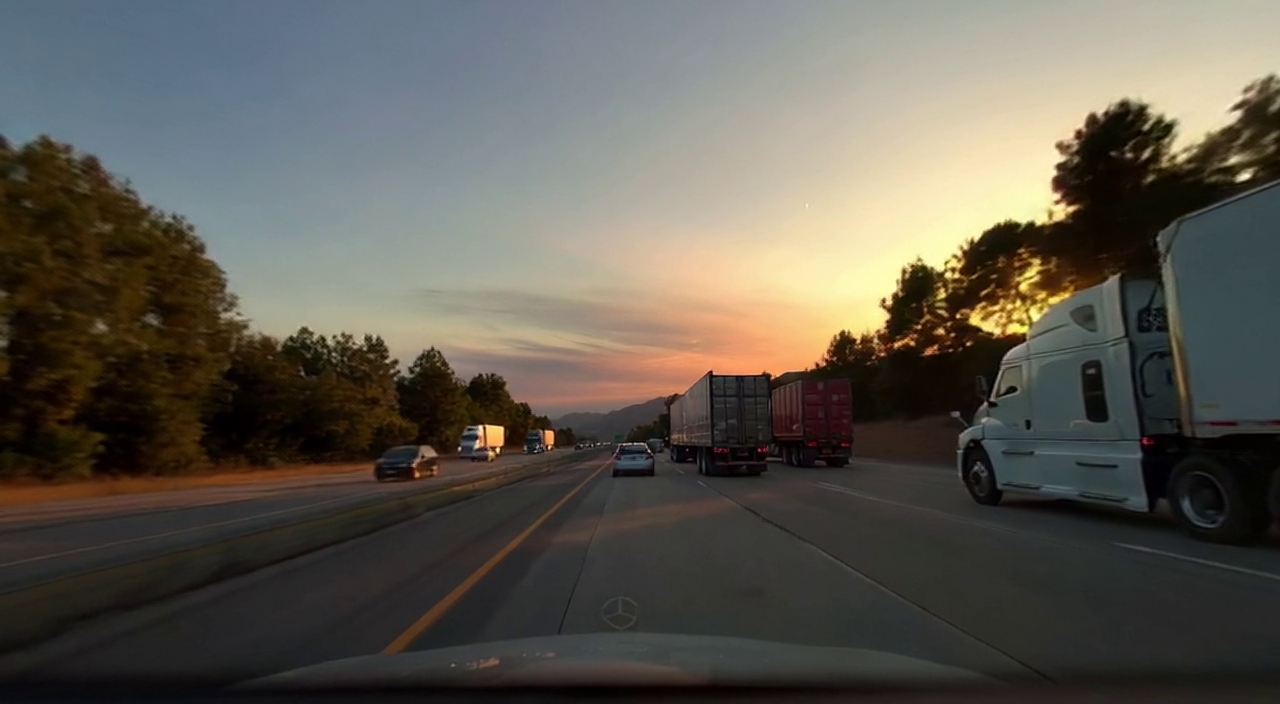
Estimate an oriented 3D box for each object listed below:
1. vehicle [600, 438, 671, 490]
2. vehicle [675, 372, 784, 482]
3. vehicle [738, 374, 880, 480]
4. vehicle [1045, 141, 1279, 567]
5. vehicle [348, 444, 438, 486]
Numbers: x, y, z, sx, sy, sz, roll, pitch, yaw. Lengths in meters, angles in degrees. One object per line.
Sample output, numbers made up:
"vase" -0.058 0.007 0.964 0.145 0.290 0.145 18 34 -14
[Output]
"vehicle" -0.184 3.500 20.217 2.038 1.477 3.773 0 -8 -2
"vehicle" 3.745 3.753 30.786 2.888 4.099 14.183 0 -8 -2
"vehicle" 7.692 3.852 31.680 2.876 4.111 14.145 0 -8 -2
"vehicle" 8.160 -0.483 2.737 3.110 4.308 14.260 0 -8 -1
"vehicle" -9.776 4.466 25.305 1.890 1.468 4.193 0 -8 0
